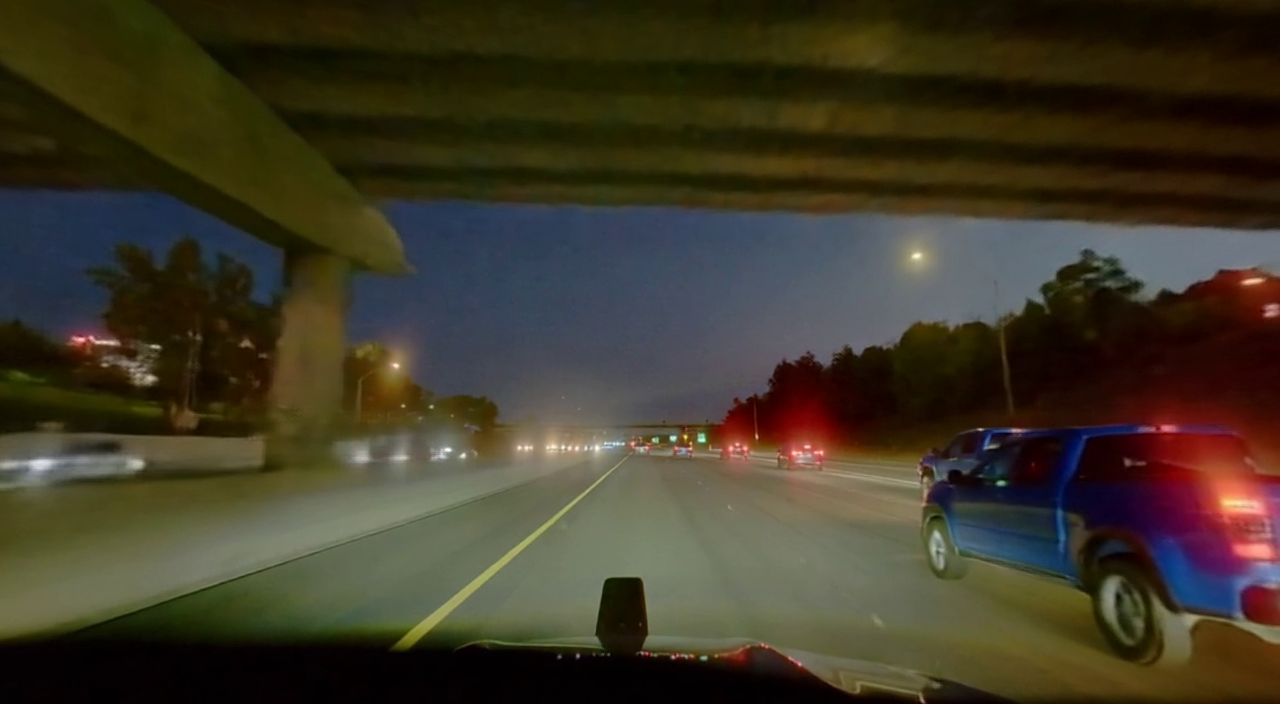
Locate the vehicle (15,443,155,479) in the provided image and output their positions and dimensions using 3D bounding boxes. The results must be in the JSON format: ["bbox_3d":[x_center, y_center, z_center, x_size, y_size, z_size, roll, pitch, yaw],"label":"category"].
[{"bbox_3d":[-24.795,4.843,28.469,1.914,1.462,4.781,0,-8,0],"label":"vehicle"}]

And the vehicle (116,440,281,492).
[{"bbox_3d":[-14.425,3.718,21.076,1.963,1.498,4.861,0,-8,1],"label":"vehicle"}]

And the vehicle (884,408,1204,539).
[{"bbox_3d":[6.925,2.164,12.019,2.182,1.852,5.926,0,-8,0],"label":"vehicle"}]

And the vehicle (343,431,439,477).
[{"bbox_3d":[-11.298,4.663,29.148,2.202,1.907,5.474,0,-8,0],"label":"vehicle"}]

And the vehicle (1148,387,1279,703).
[{"bbox_3d":[3.198,0.596,0.163,2.119,1.524,4.807,0,-8,0],"label":"vehicle"}]
